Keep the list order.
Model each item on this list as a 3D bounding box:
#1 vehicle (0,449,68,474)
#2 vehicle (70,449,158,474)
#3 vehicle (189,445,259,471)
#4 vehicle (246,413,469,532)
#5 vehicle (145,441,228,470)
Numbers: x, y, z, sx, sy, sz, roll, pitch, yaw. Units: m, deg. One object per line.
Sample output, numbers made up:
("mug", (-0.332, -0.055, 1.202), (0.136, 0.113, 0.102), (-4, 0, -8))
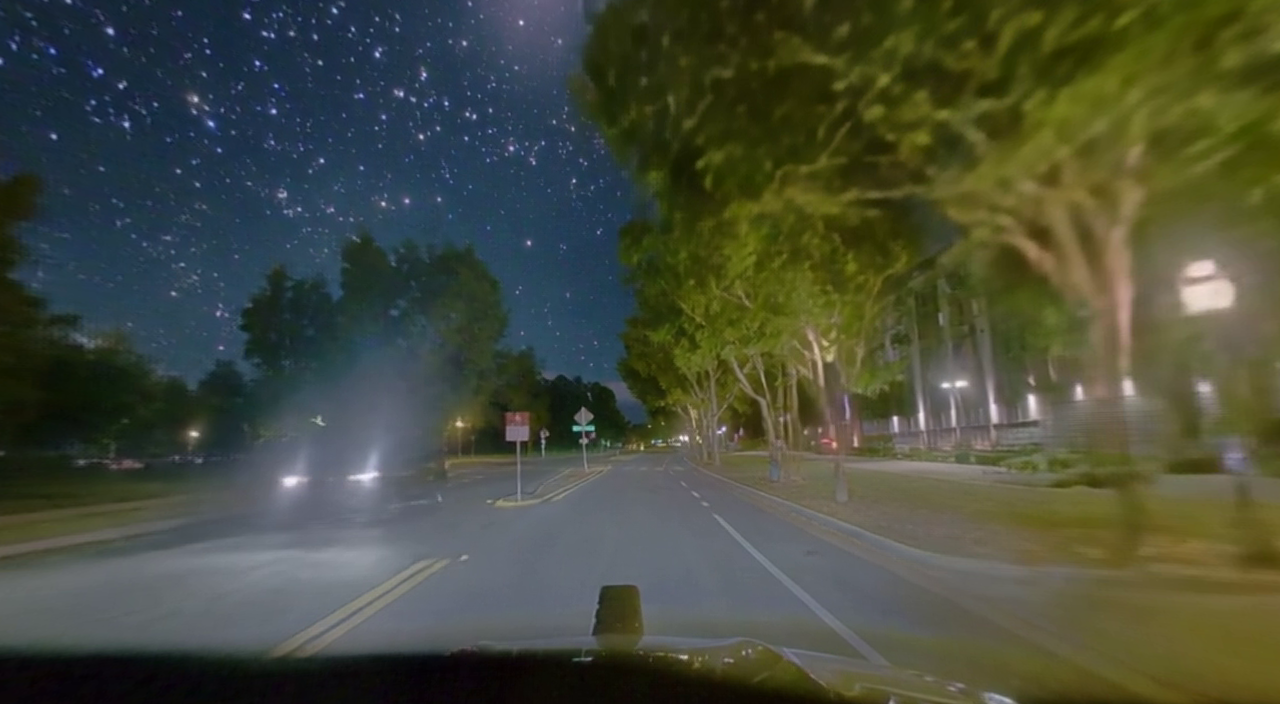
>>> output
("vehicle", (-39.343, 7.046, 40.489), (1.666, 1.471, 3.630), (1, -12, 3))
("vehicle", (-33.914, 7.021, 40.862), (1.785, 1.493, 4.343), (-1, -8, 3))
("vehicle", (-26.340, 6.711, 40.177), (1.641, 1.505, 4.016), (-1, -9, 2))
("vehicle", (-5.443, 2.413, 13.304), (2.252, 1.936, 5.538), (0, -8, -1))
("vehicle", (-28.725, 6.564, 40.209), (1.977, 1.701, 4.396), (0, -8, 1))
